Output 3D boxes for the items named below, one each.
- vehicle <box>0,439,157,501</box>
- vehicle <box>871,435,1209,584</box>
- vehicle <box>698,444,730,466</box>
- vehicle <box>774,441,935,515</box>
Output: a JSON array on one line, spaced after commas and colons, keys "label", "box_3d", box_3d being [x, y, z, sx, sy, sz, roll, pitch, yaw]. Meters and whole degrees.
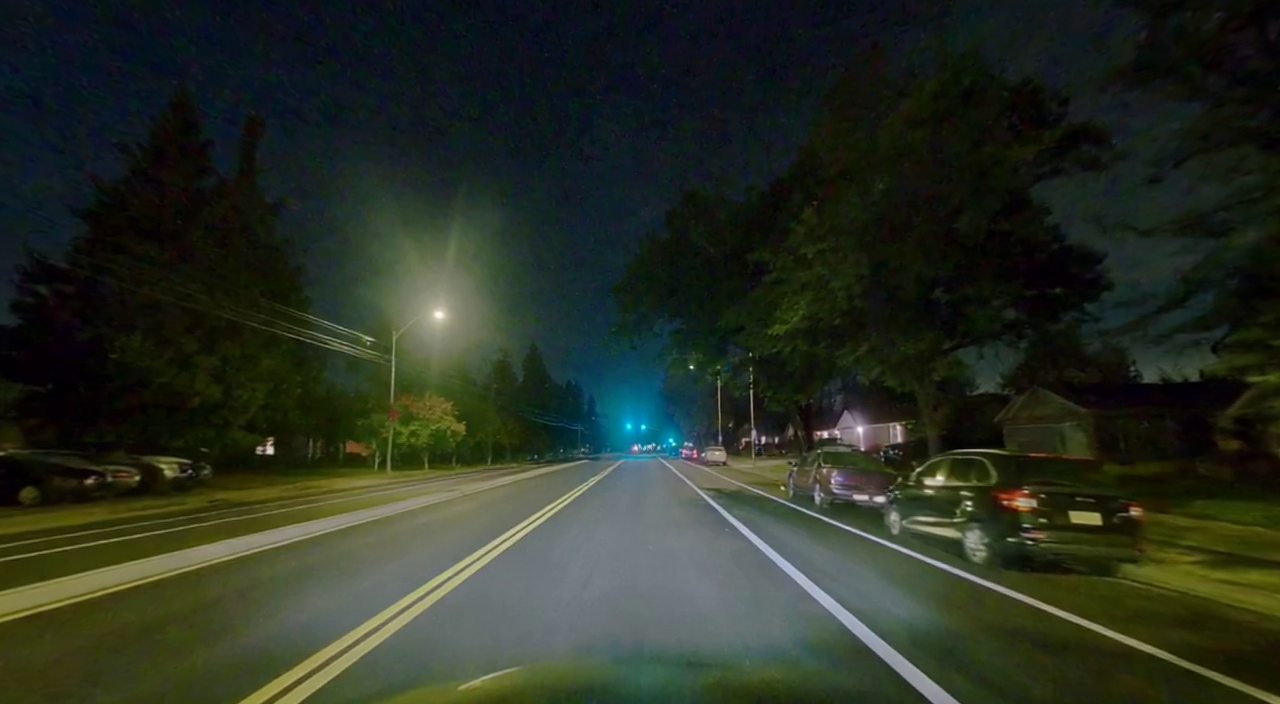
[{"label": "vehicle", "box_3d": [-19.925, 4.004, 21.717, 4.735, 1.979, 2.199, 0, -8, 4]}, {"label": "vehicle", "box_3d": [4.818, 1.902, 8.502, 1.887, 1.484, 4.113, 0, -8, 1]}, {"label": "vehicle", "box_3d": [5.487, 7.701, 47.235, 1.955, 1.549, 4.129, 0, -8, 0]}, {"label": "vehicle", "box_3d": [4.907, 2.939, 15.333, 2.021, 1.491, 4.906, 1, -8, -3]}]
